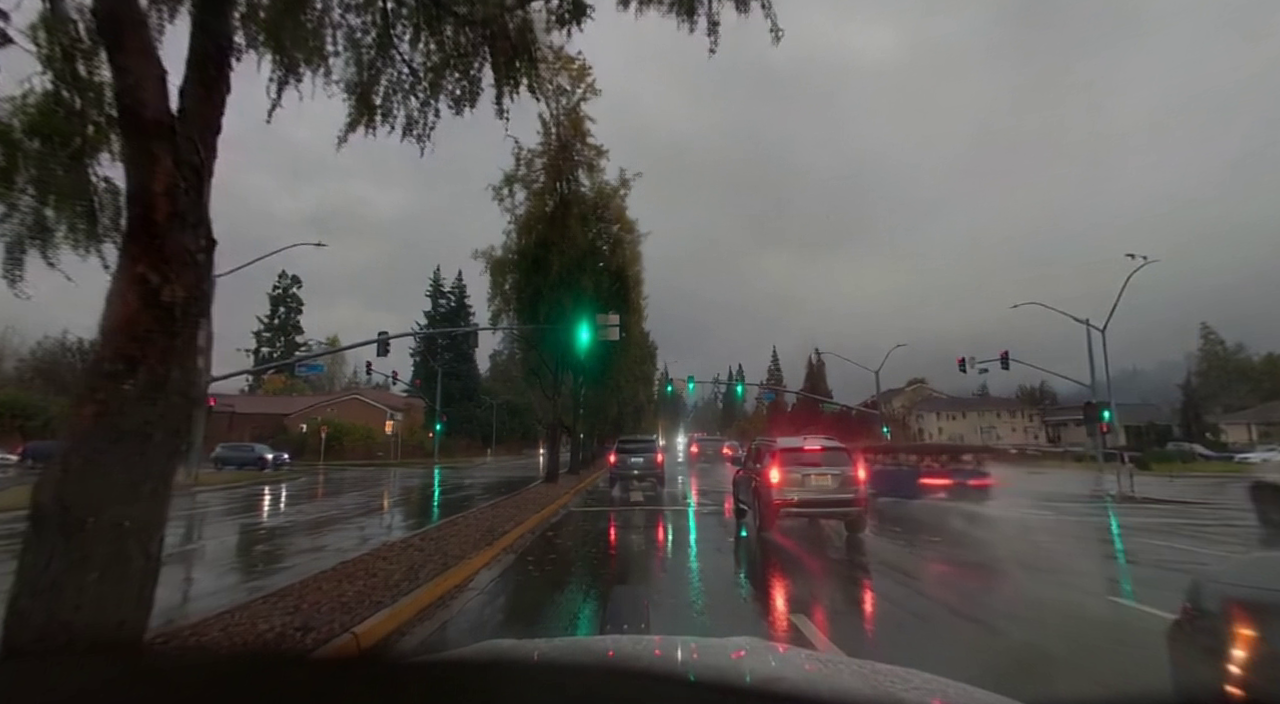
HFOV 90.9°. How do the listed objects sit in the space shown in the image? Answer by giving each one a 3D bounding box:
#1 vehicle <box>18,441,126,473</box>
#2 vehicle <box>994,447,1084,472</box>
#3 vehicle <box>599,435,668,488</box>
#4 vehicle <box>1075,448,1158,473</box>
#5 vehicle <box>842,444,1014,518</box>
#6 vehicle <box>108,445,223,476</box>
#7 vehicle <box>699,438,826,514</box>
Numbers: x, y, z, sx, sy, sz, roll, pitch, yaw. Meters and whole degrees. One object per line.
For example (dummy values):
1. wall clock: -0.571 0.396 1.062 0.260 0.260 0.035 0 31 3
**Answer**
1. vehicle: -36.832 6.810 40.968 4.771 1.778 2.032 3 -8 -3
2. vehicle: 29.719 8.029 47.065 5.366 1.653 2.044 1 -9 -1
3. vehicle: -0.345 3.920 22.889 2.099 1.705 4.020 1 -8 -6
4. vehicle: 33.146 7.549 43.921 4.215 1.618 1.949 0 -8 -2
5. vehicle: 6.402 2.866 14.684 1.900 1.440 4.466 0 -8 0
6. vehicle: -26.328 6.013 35.107 4.724 1.630 1.968 0 -8 -2
7. vehicle: 2.635 2.792 14.740 2.009 1.480 4.423 0 -8 -1
